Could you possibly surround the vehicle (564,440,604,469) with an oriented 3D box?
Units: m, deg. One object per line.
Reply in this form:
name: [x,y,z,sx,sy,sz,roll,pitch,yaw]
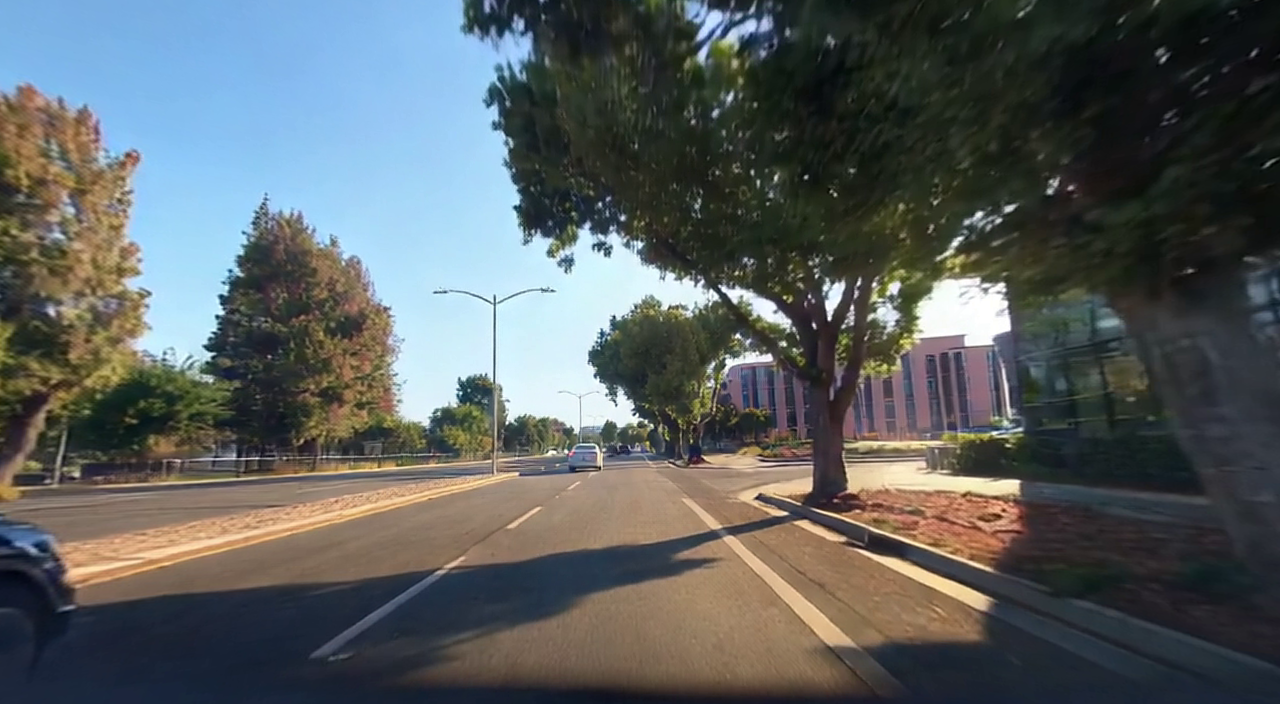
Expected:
vehicle: [-3.612,6.709,41.404,2.179,1.771,4.267,0,-9,0]
